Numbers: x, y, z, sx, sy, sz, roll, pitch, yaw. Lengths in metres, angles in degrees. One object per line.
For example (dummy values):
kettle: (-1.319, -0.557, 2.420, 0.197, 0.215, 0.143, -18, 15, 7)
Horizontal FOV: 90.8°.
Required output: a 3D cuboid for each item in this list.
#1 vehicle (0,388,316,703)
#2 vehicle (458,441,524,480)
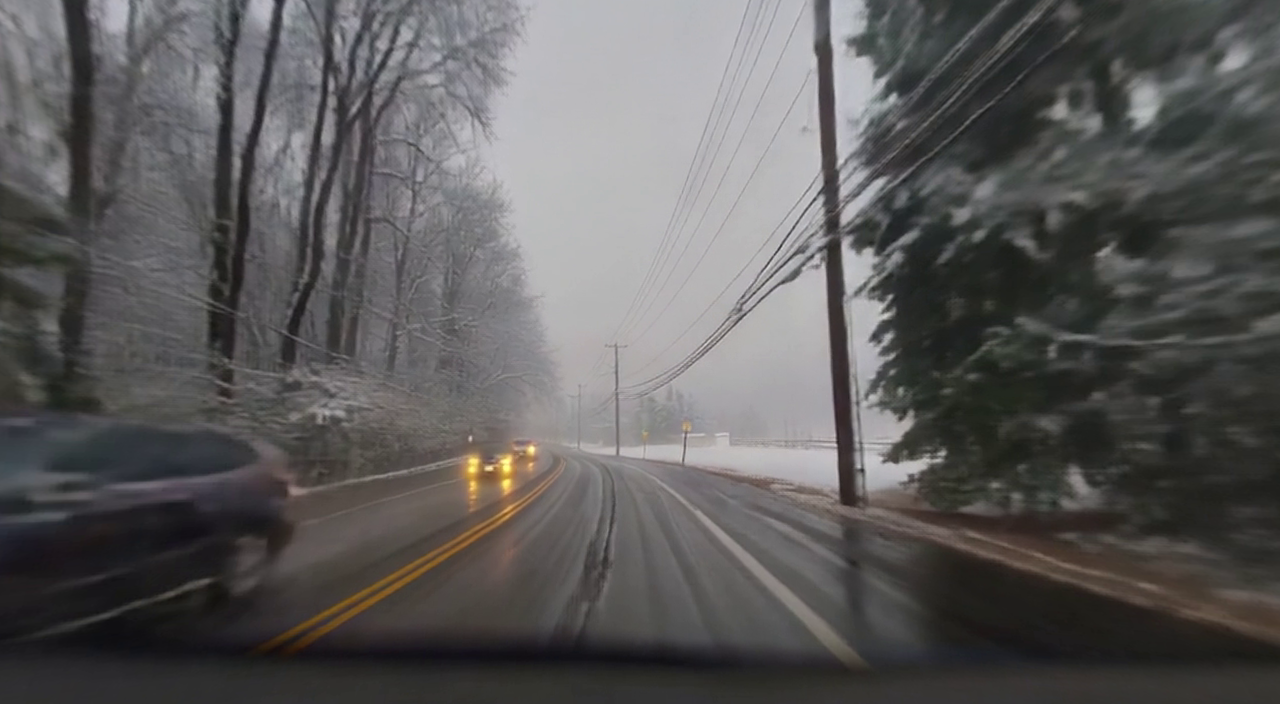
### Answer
vehicle: (-4.405, 1.141, 4.085, 2.165, 1.648, 4.605, 0, -9, 0)
vehicle: (-6.098, 4.473, 26.367, 1.965, 1.486, 4.385, 1, -9, -4)
